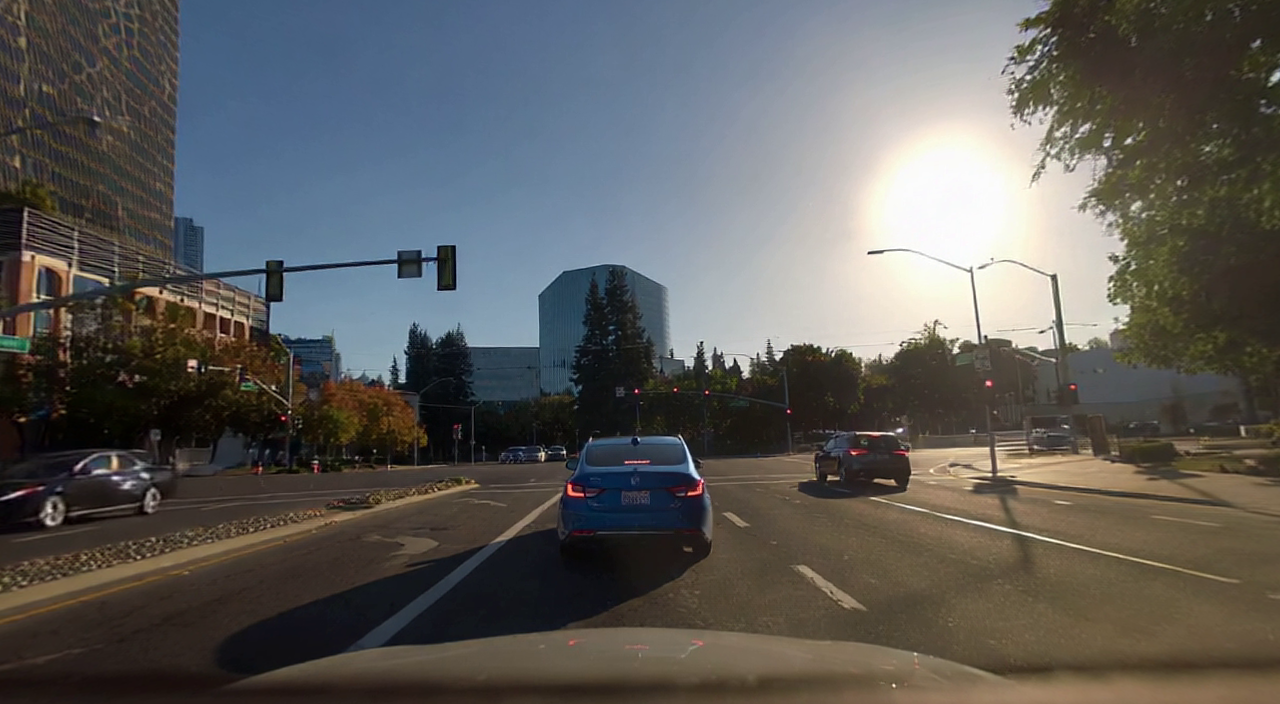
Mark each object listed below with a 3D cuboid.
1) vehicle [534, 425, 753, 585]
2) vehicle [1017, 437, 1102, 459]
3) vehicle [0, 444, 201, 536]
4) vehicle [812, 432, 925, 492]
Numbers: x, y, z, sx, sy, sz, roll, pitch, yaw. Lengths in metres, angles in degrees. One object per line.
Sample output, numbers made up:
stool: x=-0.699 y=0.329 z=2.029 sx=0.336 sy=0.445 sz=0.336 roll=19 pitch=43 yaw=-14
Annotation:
vehicle: x=-0.021 y=1.764 z=8.152 sx=2.070 sy=1.488 sz=4.206 roll=0 pitch=-8 yaw=-2
vehicle: x=29.281 y=6.680 z=44.128 sx=4.563 sy=1.454 sz=2.056 roll=1 pitch=-9 yaw=-5
vehicle: x=-12.645 y=2.947 z=14.242 sx=2.097 sy=1.710 sz=4.649 roll=0 pitch=-8 yaw=0
vehicle: x=7.056 y=3.437 z=20.072 sx=2.039 sy=1.692 sz=4.319 roll=0 pitch=-8 yaw=1
